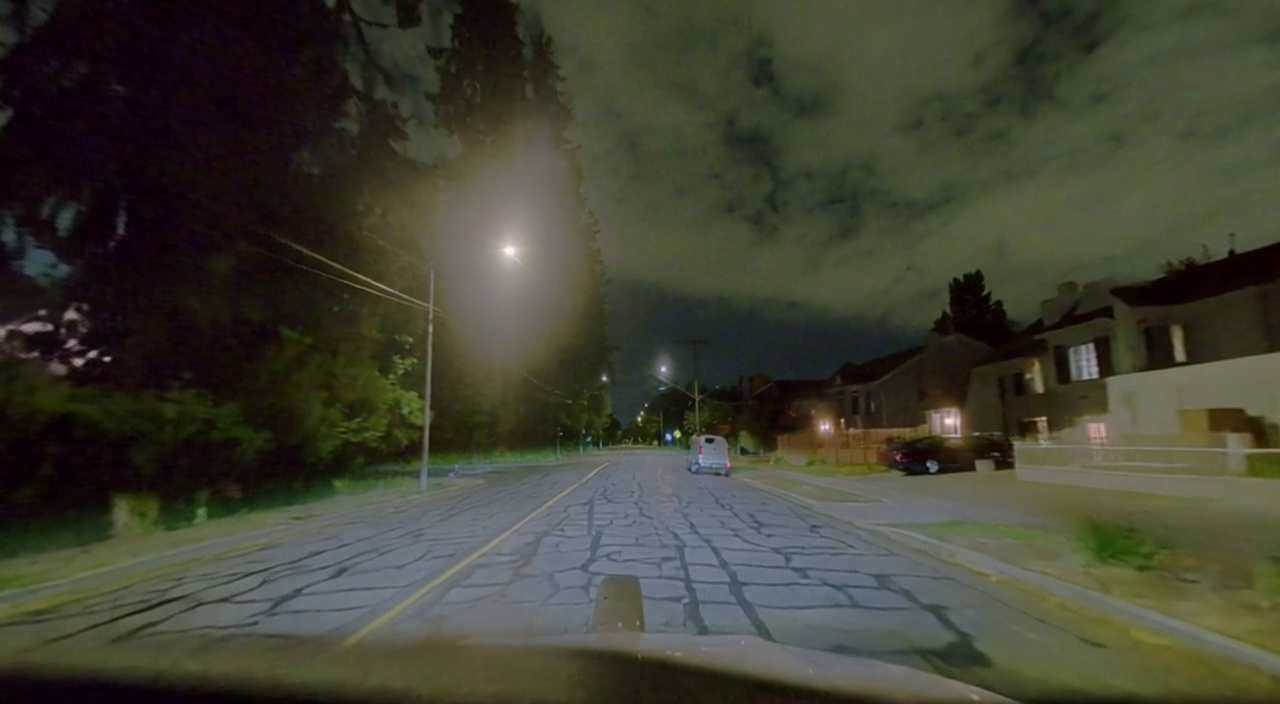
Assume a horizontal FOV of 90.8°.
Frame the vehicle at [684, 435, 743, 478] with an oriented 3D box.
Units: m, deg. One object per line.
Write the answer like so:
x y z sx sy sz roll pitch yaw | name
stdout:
3.135 4.568 27.916 2.086 1.726 4.384 0 -8 0 | vehicle
